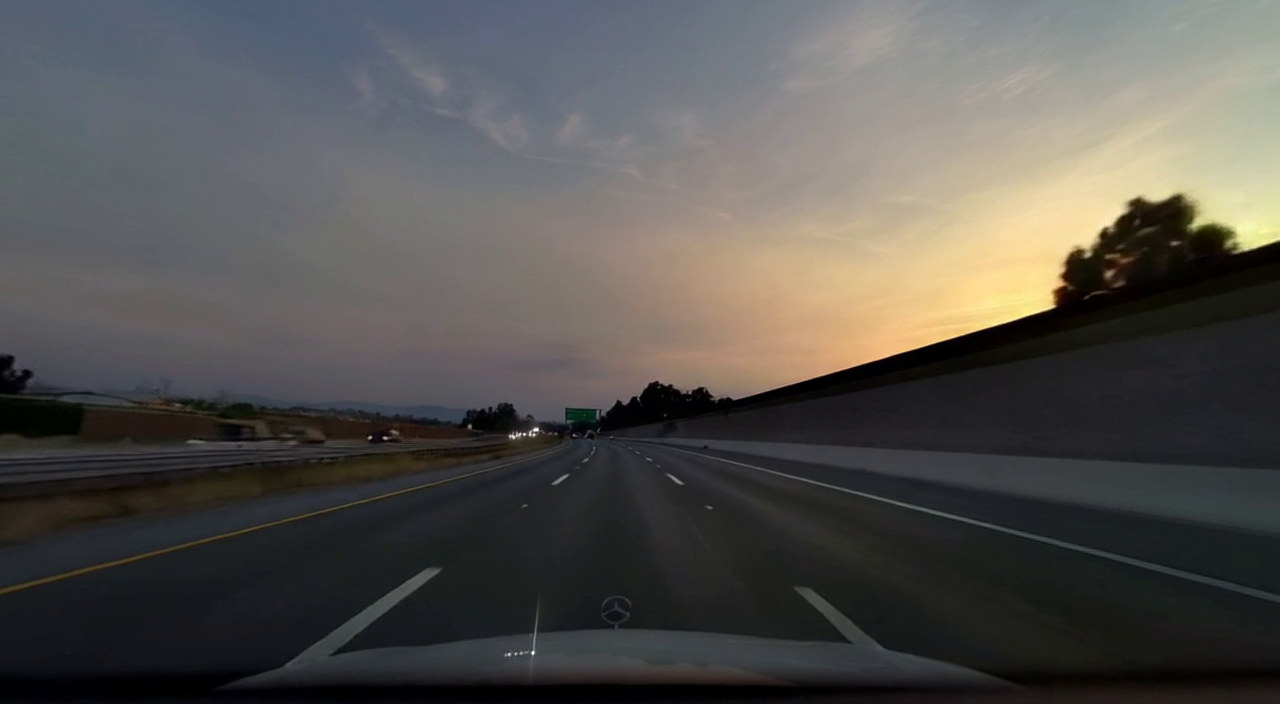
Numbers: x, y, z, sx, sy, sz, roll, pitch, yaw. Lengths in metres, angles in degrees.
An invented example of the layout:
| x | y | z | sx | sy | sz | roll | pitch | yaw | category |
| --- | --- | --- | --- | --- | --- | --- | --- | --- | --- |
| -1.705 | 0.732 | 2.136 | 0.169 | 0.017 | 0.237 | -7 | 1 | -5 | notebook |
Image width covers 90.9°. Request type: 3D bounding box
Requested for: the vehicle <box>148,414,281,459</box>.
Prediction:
| x | y | z | sx | sy | sz | roll | pitch | yaw | category |
| --- | --- | --- | --- | --- | --- | --- | --- | --- | --- |
| -17.546 | 3.547 | 26.405 | 2.127 | 1.714 | 5.132 | 0 | -8 | -2 | vehicle |
